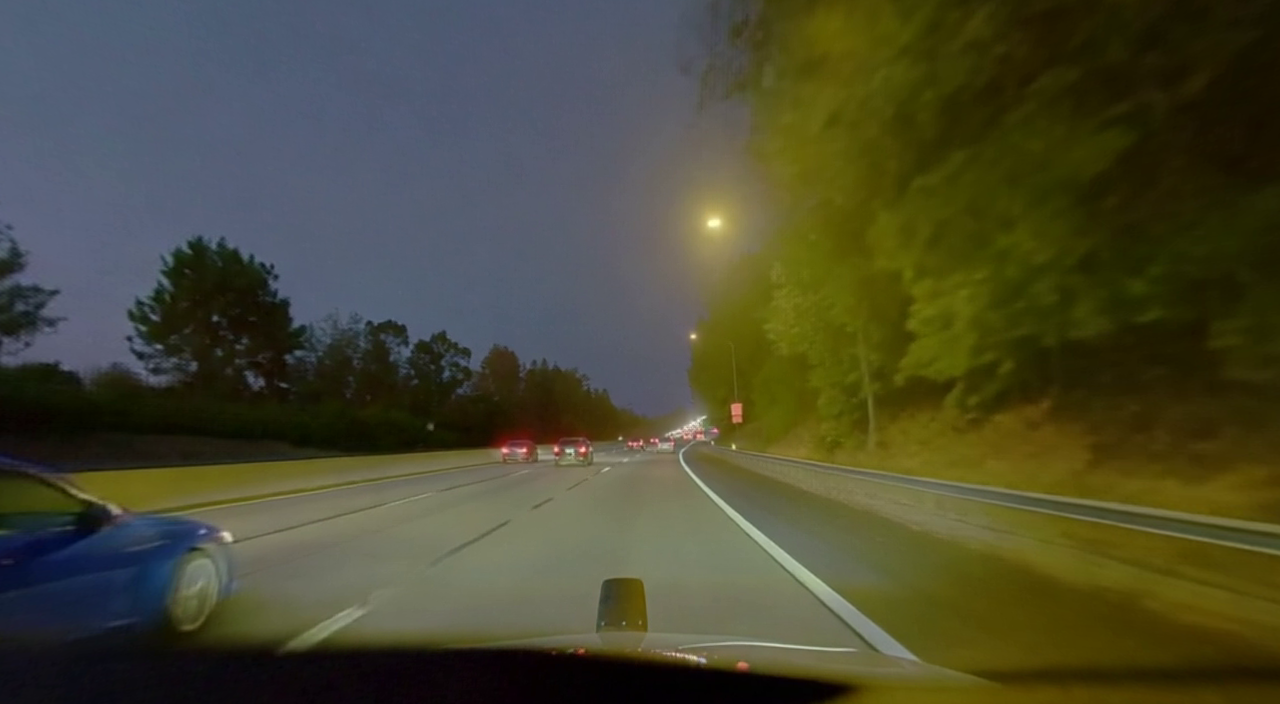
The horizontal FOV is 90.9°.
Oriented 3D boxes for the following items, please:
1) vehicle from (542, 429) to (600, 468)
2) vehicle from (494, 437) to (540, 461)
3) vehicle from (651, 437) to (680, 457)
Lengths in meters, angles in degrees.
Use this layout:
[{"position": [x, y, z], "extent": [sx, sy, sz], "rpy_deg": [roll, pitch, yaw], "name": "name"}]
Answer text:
[{"position": [-3.258, 4.662, 30.534], "extent": [2.071, 1.716, 4.363], "rpy_deg": [0, -8, 3], "name": "vehicle"}, {"position": [-7.587, 6.034, 39.320], "extent": [1.883, 1.411, 4.053], "rpy_deg": [0, -8, 3], "name": "vehicle"}, {"position": [1.972, 7.253, 48.195], "extent": [2.113, 1.464, 4.073], "rpy_deg": [0, -8, 4], "name": "vehicle"}]
